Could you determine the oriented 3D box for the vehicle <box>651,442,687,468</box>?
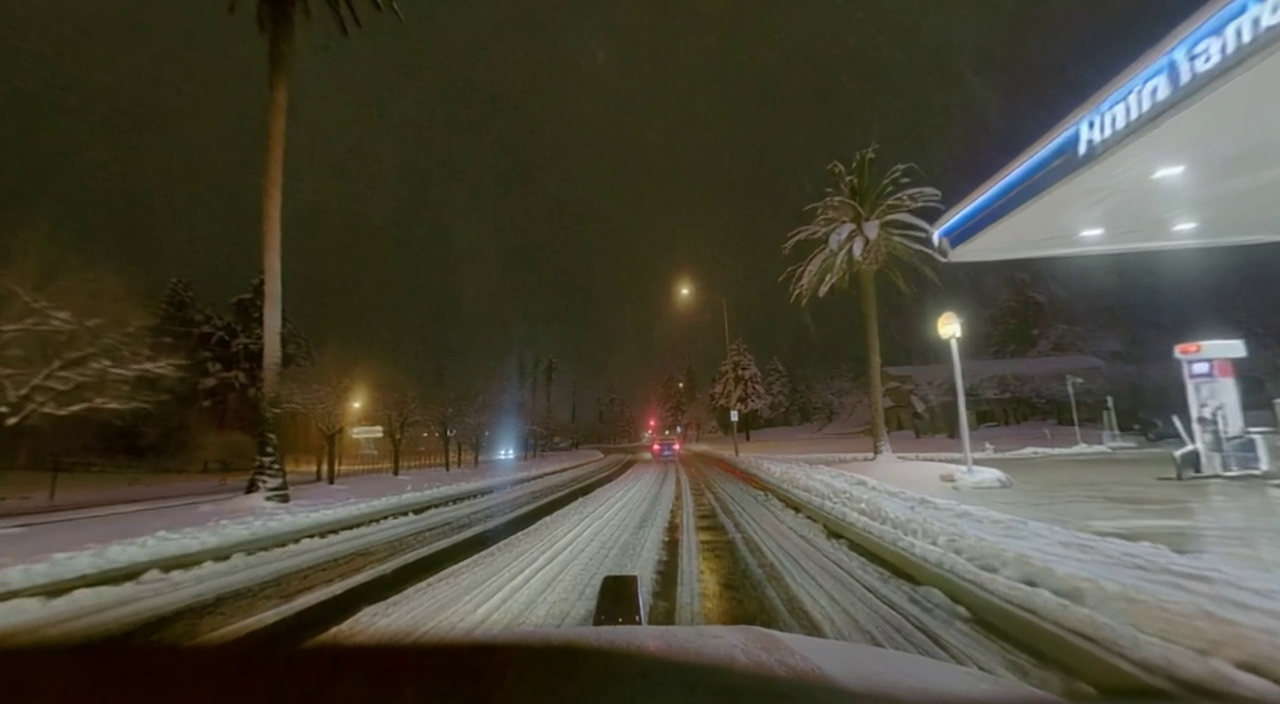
[{"bbox_3d":[1.784,6.281,38.590,2.050,1.509,4.148,0,-8,3],"label":"vehicle"}]
